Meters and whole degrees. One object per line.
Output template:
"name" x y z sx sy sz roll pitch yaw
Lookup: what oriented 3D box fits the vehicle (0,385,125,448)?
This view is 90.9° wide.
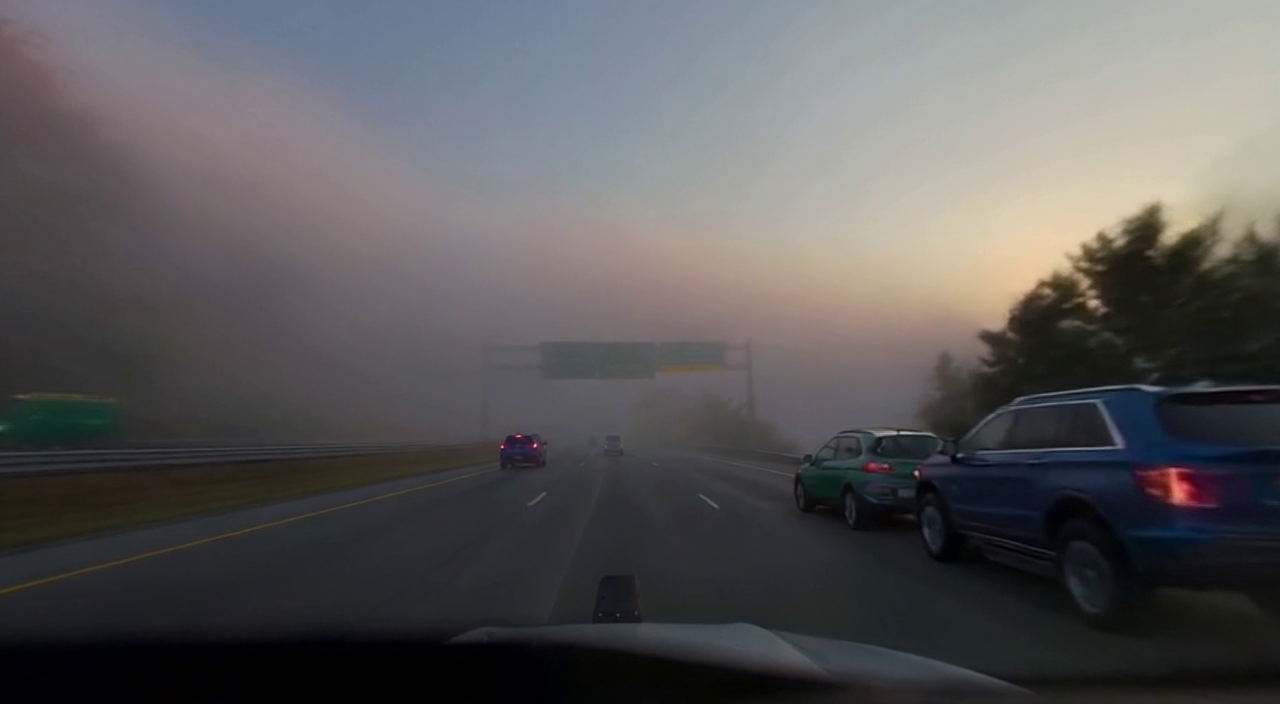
"vehicle" -27.675 3.076 28.966 2.473 2.571 6.567 0 -8 -2

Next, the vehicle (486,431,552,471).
"vehicle" -5.066 4.196 26.999 2.100 1.590 4.077 0 -8 -1

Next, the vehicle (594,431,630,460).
"vehicle" -1.748 5.886 39.893 2.159 1.690 3.720 0 -8 -2

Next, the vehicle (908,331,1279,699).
"vehicle" 3.923 1.051 5.012 1.976 1.905 3.263 0 -8 -3
